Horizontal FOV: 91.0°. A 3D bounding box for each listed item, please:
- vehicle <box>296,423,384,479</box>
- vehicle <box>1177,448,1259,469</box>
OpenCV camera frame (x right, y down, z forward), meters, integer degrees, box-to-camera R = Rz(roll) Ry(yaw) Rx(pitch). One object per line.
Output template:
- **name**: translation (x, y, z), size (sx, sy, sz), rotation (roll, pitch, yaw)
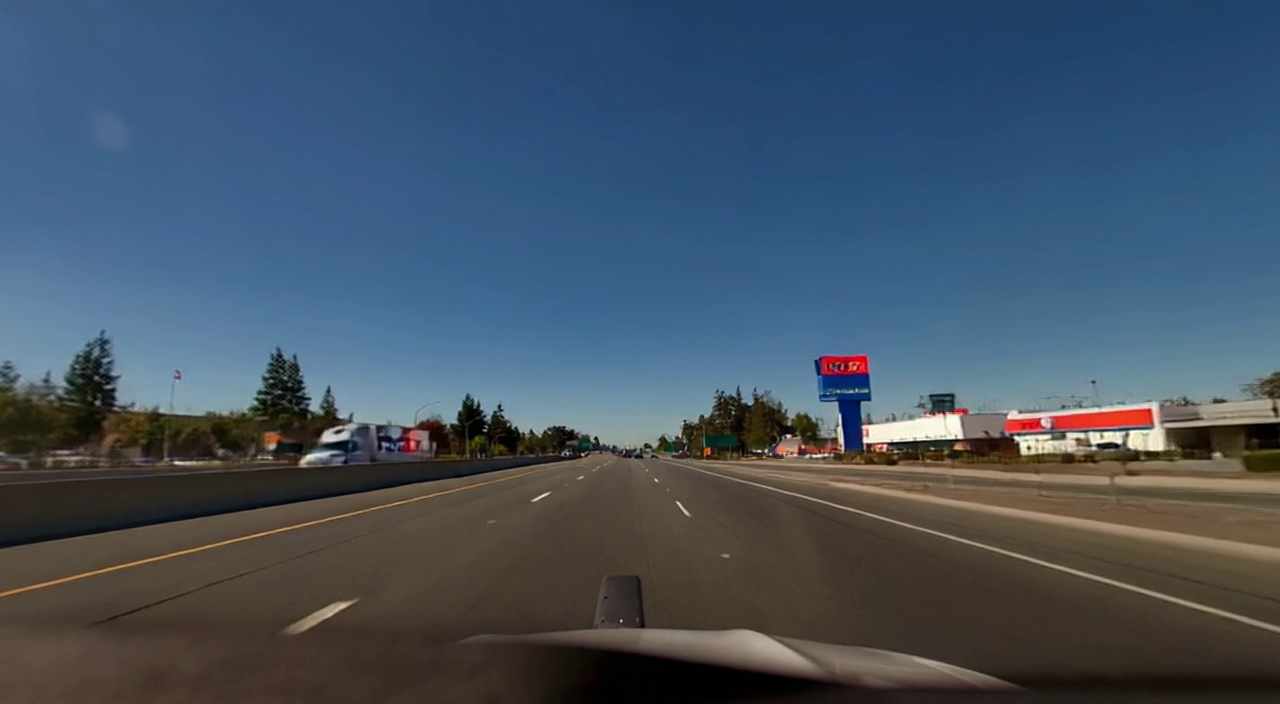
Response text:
- **vehicle**: translation (-23.040, 7.659, 48.925), size (2.971, 4.003, 7.817), rotation (0, -9, -1)
- **vehicle**: translation (44.979, 8.284, 49.037), size (4.605, 1.545, 2.020), rotation (1, -9, -6)
